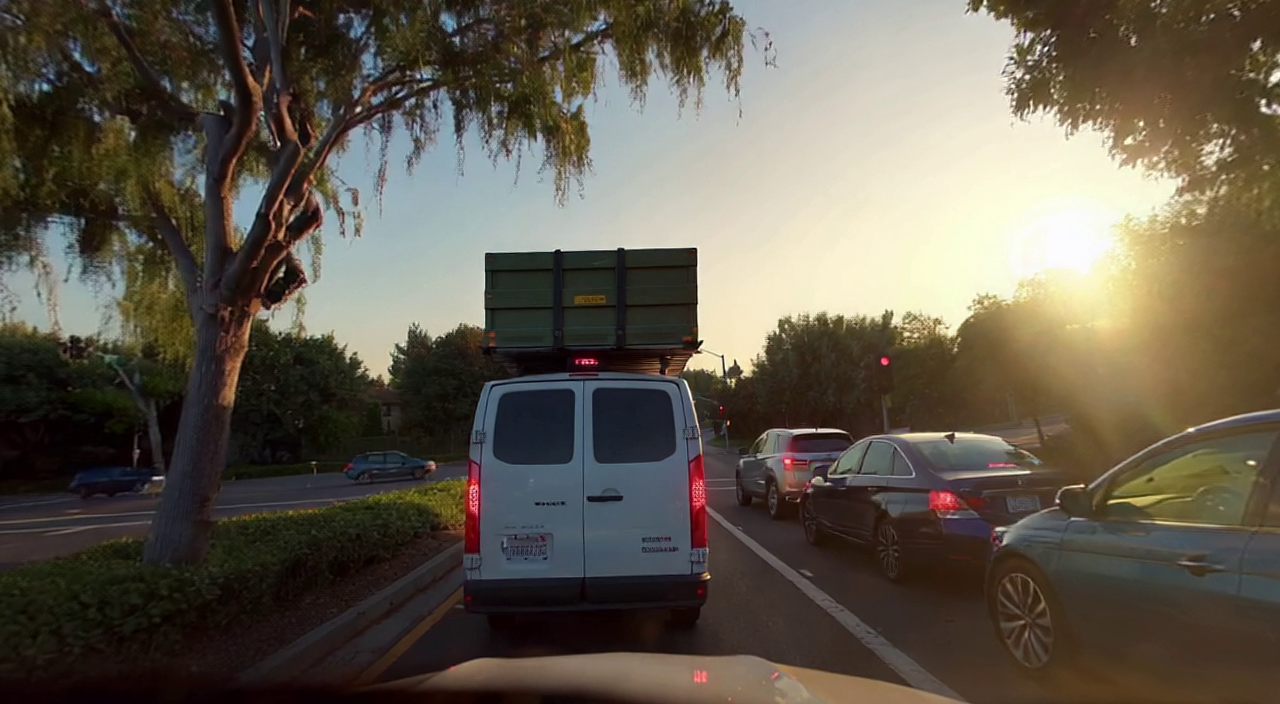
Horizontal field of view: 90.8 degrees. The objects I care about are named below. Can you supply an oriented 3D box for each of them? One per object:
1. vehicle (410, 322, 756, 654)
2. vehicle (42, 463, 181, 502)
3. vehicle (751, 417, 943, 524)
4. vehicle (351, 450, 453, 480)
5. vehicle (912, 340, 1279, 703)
[{"bbox_3d":[-0.360,1.154,6.197,2.145,2.089,4.309,0,-9,0],"label":"vehicle"},{"bbox_3d":[-24.267,5.982,29.174,4.501,1.613,1.852,1,-9,-8],"label":"vehicle"},{"bbox_3d":[3.703,2.214,12.287,2.024,1.692,4.252,1,-9,-4],"label":"vehicle"},{"bbox_3d":[-12.560,5.945,33.425,4.708,1.474,1.871,5,-10,-30],"label":"vehicle"},{"bbox_3d":[3.464,0.936,3.413,1.965,1.671,4.146,0,-9,-3],"label":"vehicle"}]
